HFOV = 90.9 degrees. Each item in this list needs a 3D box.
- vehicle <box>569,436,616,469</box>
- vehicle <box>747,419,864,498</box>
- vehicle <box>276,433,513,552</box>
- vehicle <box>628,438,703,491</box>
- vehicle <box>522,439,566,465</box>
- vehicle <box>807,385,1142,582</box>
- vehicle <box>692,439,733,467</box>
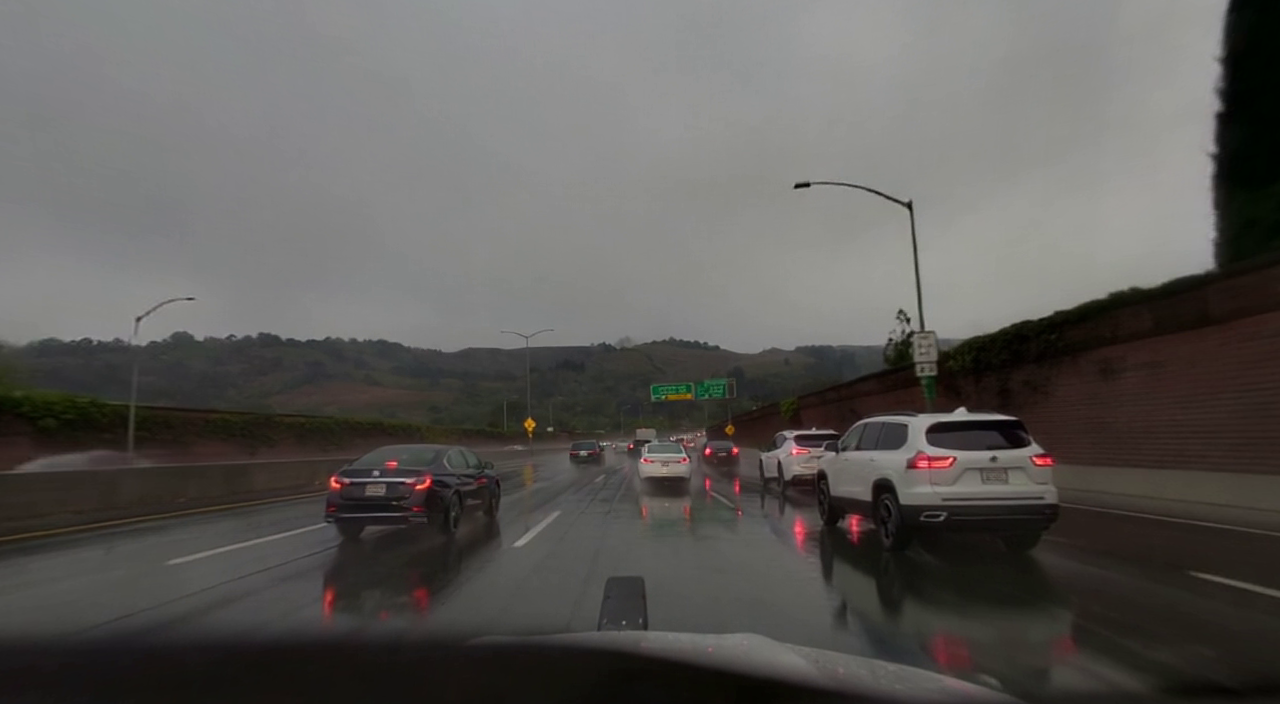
[{"bbox_3d":[-2.730,5.913,37.369,2.154,1.793,4.736,0,-8,3],"label":"vehicle"},{"bbox_3d":[4.305,2.856,17.264,1.970,1.872,4.575,0,-8,0],"label":"vehicle"},{"bbox_3d":[-3.500,2.069,10.065,1.961,1.456,4.362,0,-8,1],"label":"vehicle"},{"bbox_3d":[0.726,3.449,19.676,2.105,1.471,3.978,0,-8,0],"label":"vehicle"},{"bbox_3d":[-6.640,6.954,44.101,2.055,1.751,4.825,0,-8,3],"label":"vehicle"},{"bbox_3d":[3.708,1.542,8.141,1.930,1.831,4.344,0,-8,0],"label":"vehicle"},{"bbox_3d":[4.097,5.746,36.068,1.855,1.513,3.915,0,-8,0],"label":"vehicle"}]
